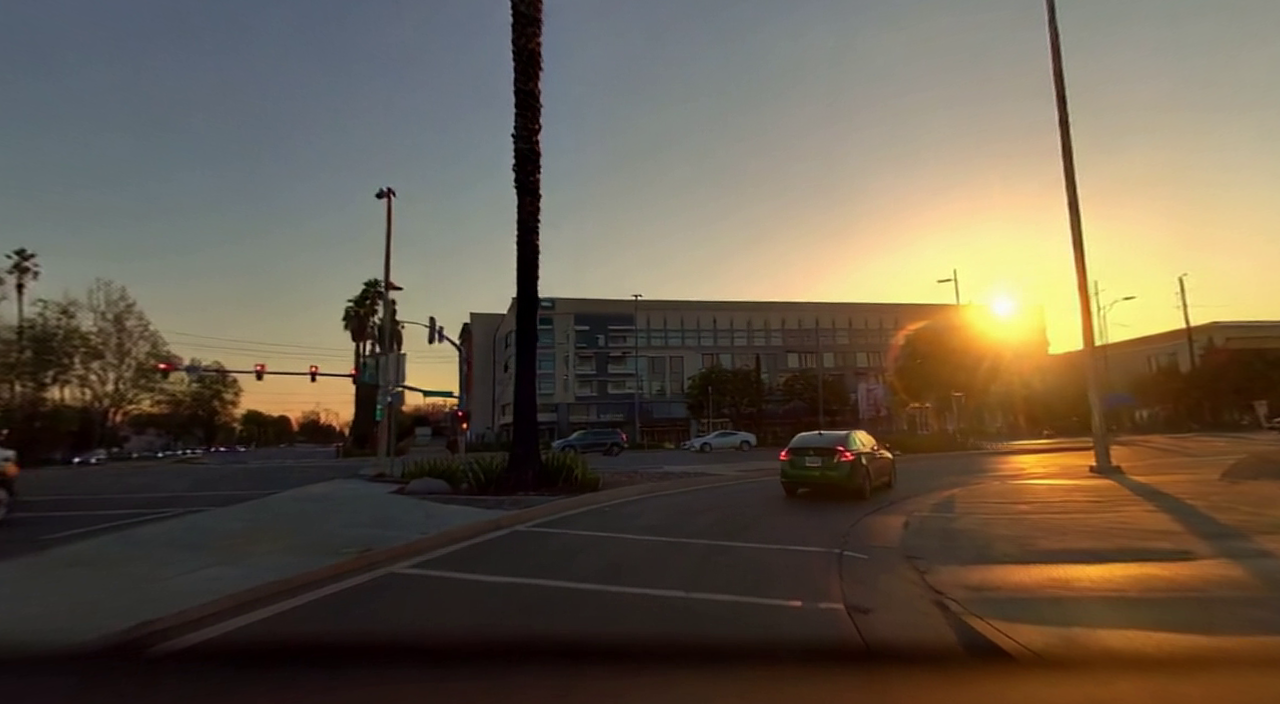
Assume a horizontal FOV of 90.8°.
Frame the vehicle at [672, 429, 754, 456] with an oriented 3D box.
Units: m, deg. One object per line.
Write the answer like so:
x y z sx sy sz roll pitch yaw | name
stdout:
4.414 5.512 38.444 4.515 1.492 1.871 0 -9 -11 | vehicle

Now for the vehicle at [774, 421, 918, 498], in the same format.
5.014 2.490 14.952 2.070 1.493 4.570 -6 -10 32 | vehicle

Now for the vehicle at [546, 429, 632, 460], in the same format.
-3.000 5.380 36.760 4.757 1.633 1.932 1 -8 -13 | vehicle
